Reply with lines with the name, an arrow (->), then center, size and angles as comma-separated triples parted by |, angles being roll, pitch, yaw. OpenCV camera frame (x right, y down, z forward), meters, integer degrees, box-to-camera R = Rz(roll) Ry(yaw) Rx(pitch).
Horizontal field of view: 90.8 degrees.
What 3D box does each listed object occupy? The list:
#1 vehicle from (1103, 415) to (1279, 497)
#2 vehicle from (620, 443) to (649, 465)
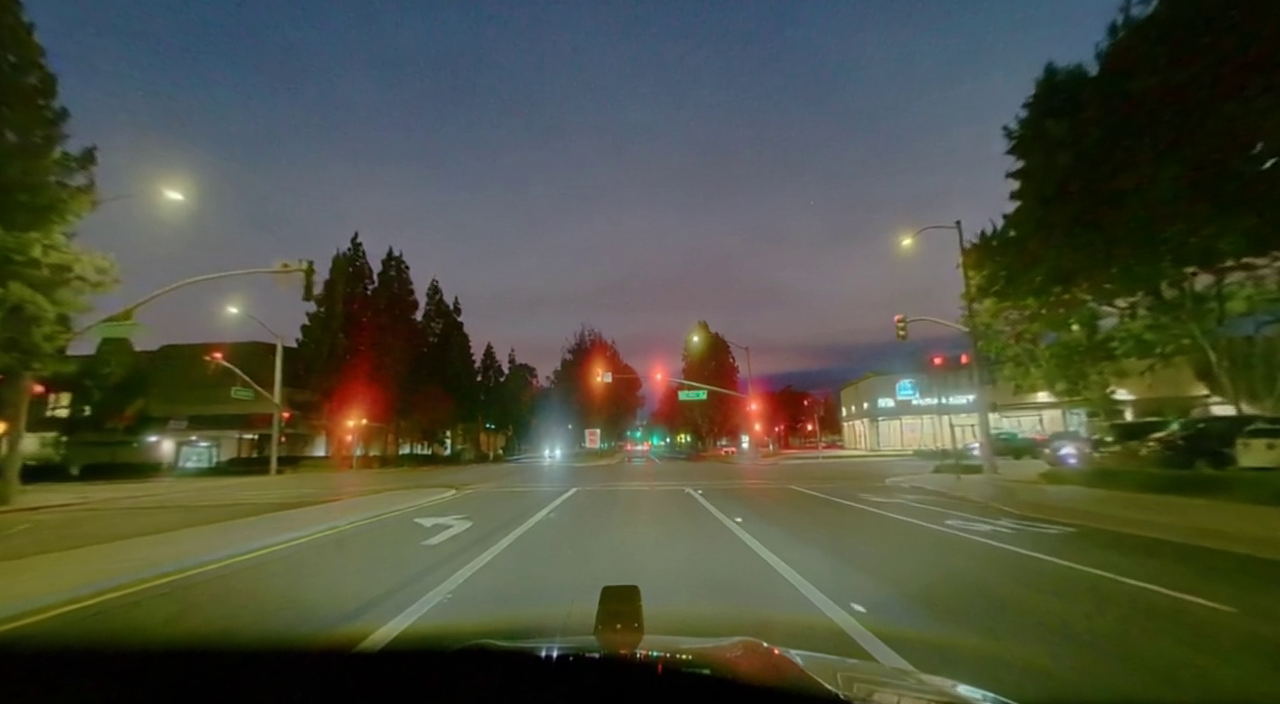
vehicle -> 13.491, 2.320, 14.251 | 4.347, 1.682, 2.098 | -3, -9, 18
vehicle -> -0.439, 7.376, 46.008 | 2.045, 1.510, 3.690 | 0, -8, -1
